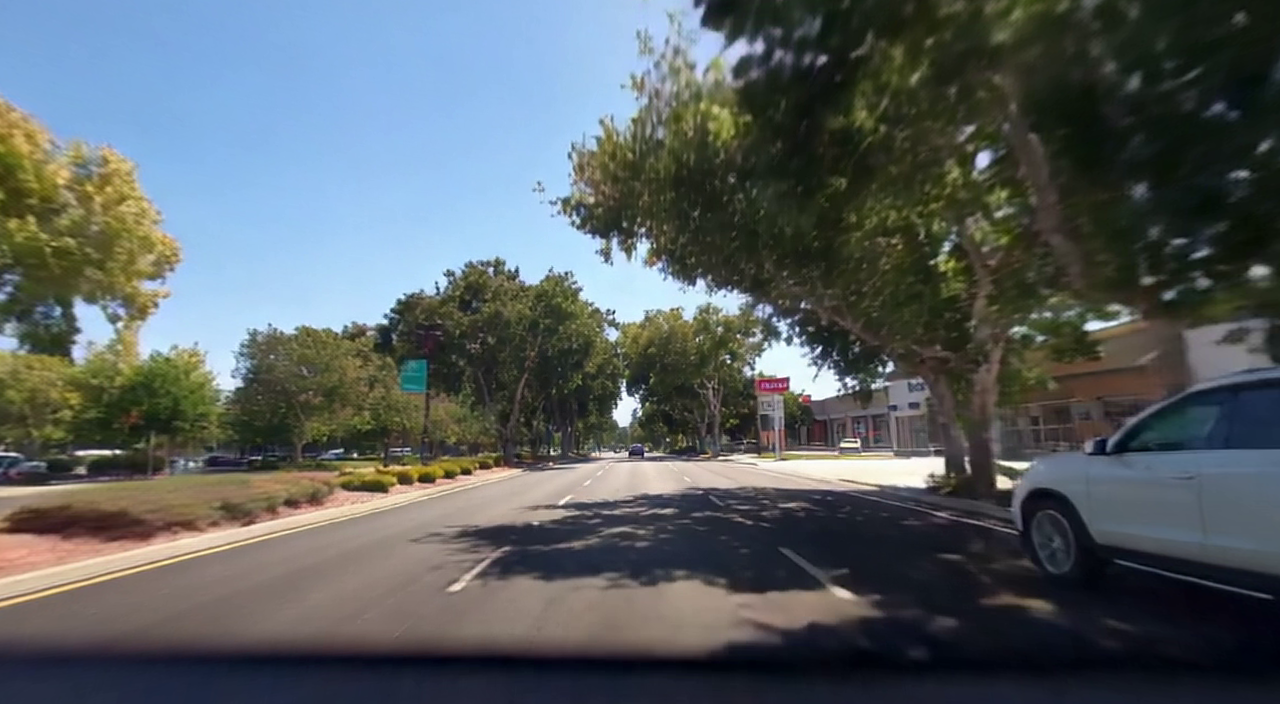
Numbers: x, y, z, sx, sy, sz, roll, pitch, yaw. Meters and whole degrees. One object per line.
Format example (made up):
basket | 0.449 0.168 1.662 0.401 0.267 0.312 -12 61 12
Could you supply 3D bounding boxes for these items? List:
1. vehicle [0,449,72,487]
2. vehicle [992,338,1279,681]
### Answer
vehicle | -29.313 5.494 30.343 1.814 1.653 4.409 4 -9 -27
vehicle | 4.782 0.949 3.910 2.185 1.956 5.128 0 -8 0
